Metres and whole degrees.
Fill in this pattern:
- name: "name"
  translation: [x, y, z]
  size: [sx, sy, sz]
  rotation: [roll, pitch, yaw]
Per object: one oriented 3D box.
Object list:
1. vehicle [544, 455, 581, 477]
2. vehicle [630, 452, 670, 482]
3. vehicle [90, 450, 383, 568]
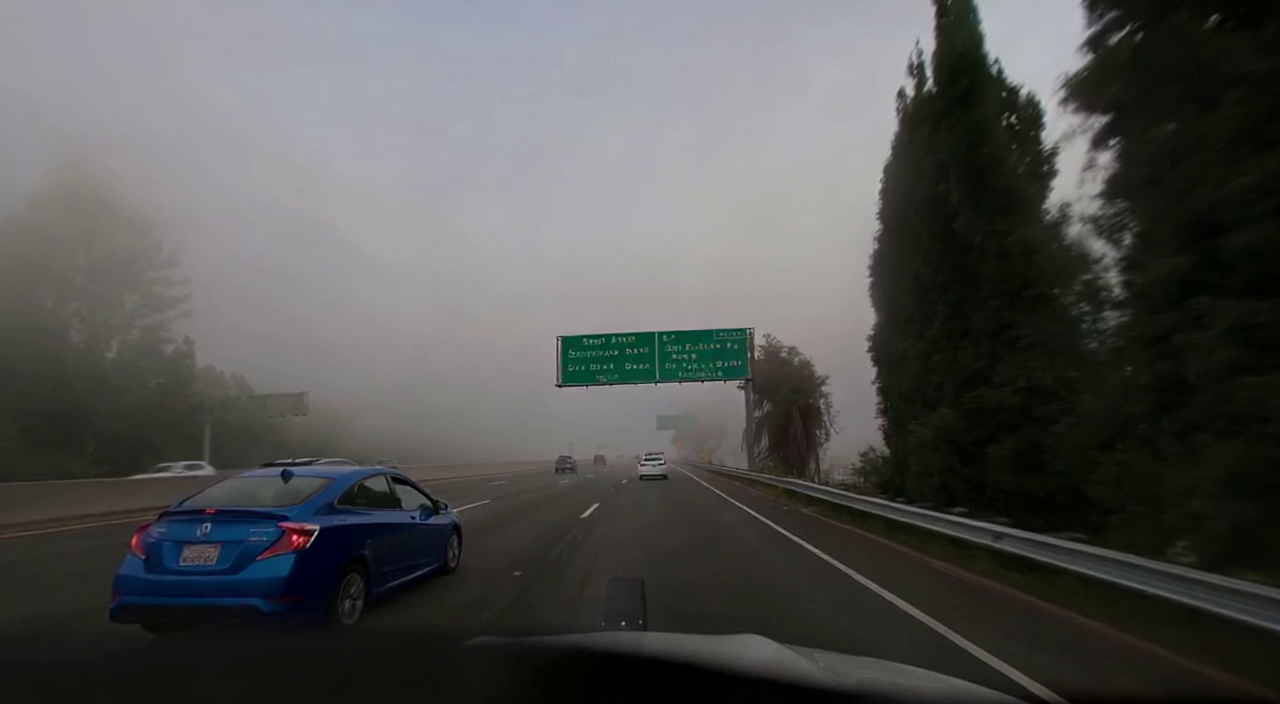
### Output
- name: "vehicle"
  translation: [-5.810, 8.593, 47.762]
  size: [2.018, 1.519, 4.380]
  rotation: [-1, -8, 3]
- name: "vehicle"
  translation: [0.547, 6.268, 34.610]
  size: [2.051, 1.443, 3.770]
  rotation: [-1, -8, 1]
- name: "vehicle"
  translation: [-6.367, 2.466, 10.753]
  size: [2.075, 1.528, 4.327]
  rotation: [-1, -8, 1]
